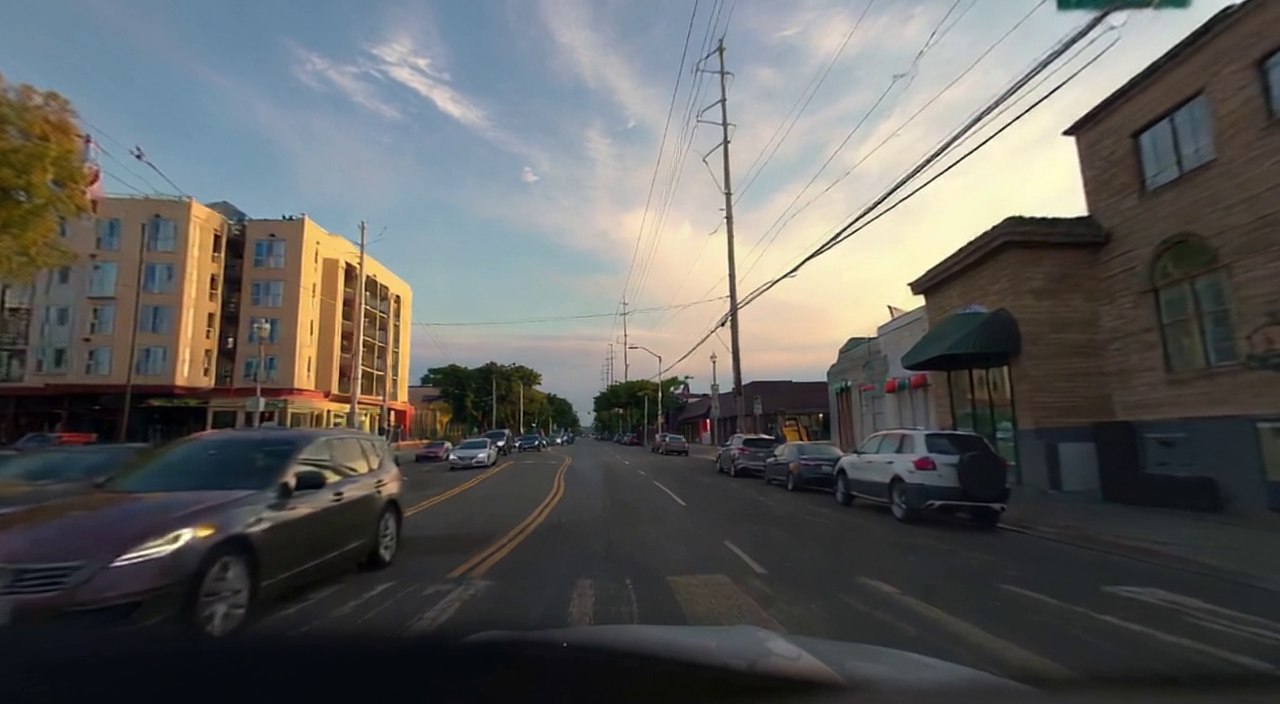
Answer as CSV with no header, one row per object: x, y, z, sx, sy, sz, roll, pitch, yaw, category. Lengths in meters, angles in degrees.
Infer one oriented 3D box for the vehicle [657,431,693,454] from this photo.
2.497,6.570,46.161,1.957,1.572,4.418,1,-8,-5,vehicle

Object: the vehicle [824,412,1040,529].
5.611,2.316,13.030,1.945,1.931,4.778,0,-8,-3,vehicle

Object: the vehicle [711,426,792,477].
4.336,3.967,25.545,2.059,1.804,5.182,0,-8,-4,vehicle

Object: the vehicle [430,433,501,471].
-7.402,4.271,27.231,2.095,1.493,4.216,0,-8,-4,vehicle

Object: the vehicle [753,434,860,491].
4.967,3.324,19.472,1.915,1.569,4.117,1,-8,-4,vehicle

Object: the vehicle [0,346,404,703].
-3.357,1.077,3.820,2.129,1.744,4.568,0,-8,-1,vehicle
